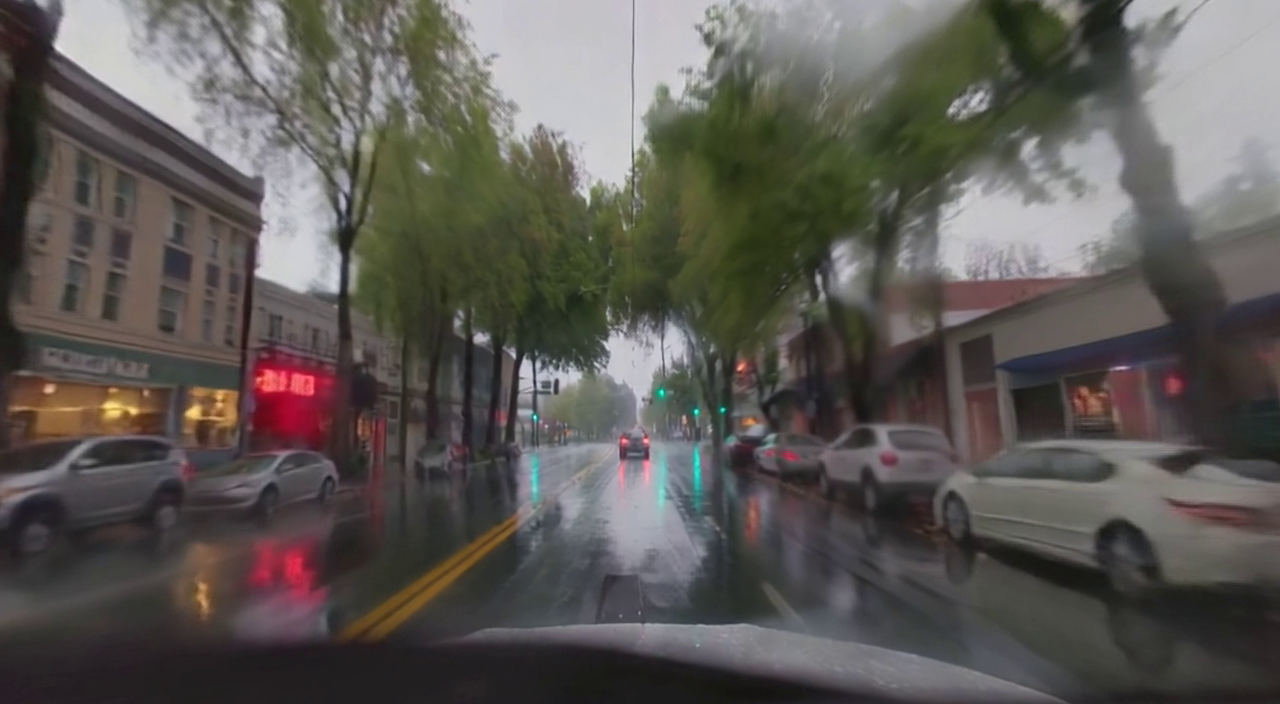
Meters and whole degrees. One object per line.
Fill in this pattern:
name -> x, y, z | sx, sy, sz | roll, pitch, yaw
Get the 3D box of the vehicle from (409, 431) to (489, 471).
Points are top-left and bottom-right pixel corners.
vehicle -> -9.678, 5.081, 32.634 | 2.305, 1.883, 5.580 | 0, -8, 1

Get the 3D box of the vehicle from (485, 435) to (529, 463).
vehicle -> -10.046, 7.388, 48.221 | 2.048, 1.985, 6.011 | 0, -8, 0

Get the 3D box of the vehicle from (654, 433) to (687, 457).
vehicle -> 2.049, 6.398, 43.662 | 1.998, 1.580, 4.015 | 0, -8, -1

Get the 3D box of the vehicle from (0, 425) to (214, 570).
vehicle -> -10.077, 2.350, 11.084 | 2.020, 2.013, 4.758 | 0, -8, -3

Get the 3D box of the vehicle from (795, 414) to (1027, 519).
vehicle -> 5.564, 2.442, 14.279 | 2.293, 1.830, 6.070 | 0, -8, -3

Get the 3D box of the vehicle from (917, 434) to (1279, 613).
vehicle -> 5.588, 1.762, 7.818 | 2.089, 1.459, 4.930 | 0, -7, 0

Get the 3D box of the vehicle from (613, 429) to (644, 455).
vehicle -> -0.855, 6.867, 48.295 | 2.301, 1.854, 4.919 | 0, -8, -1

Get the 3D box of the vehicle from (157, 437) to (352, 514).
vehicle -> -10.105, 3.214, 17.318 | 1.988, 1.718, 5.661 | 0, -8, -2
